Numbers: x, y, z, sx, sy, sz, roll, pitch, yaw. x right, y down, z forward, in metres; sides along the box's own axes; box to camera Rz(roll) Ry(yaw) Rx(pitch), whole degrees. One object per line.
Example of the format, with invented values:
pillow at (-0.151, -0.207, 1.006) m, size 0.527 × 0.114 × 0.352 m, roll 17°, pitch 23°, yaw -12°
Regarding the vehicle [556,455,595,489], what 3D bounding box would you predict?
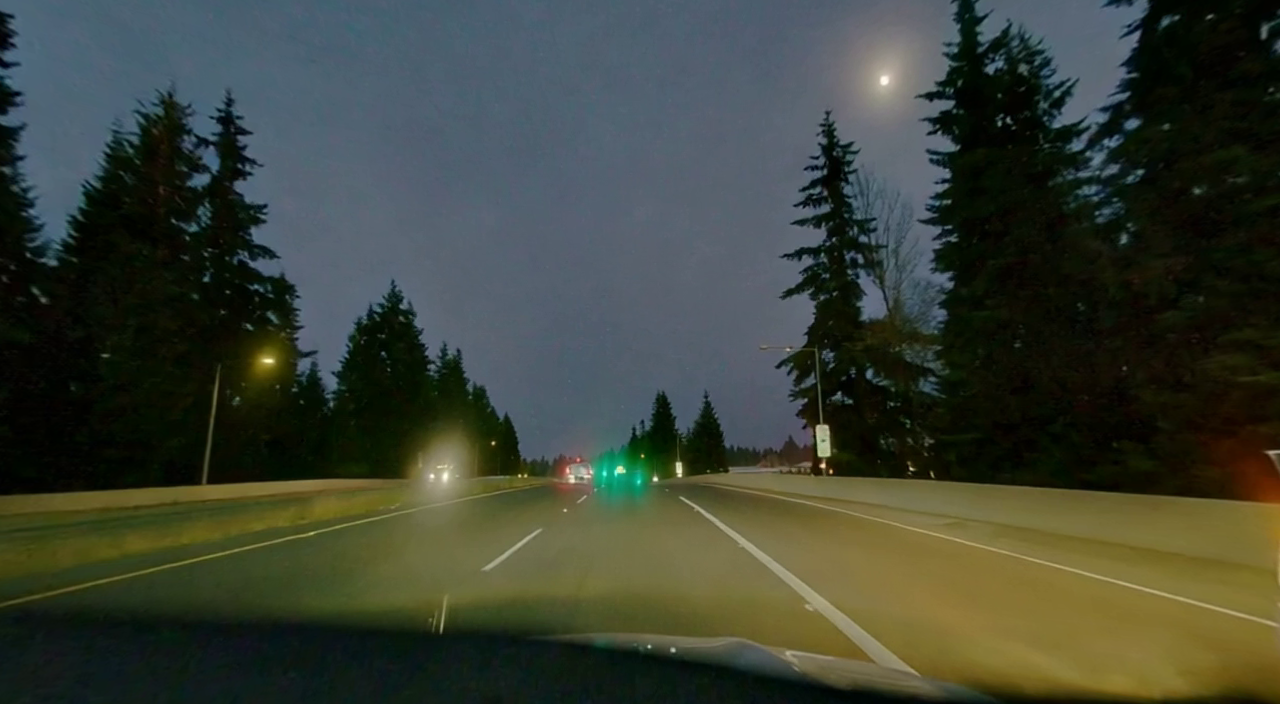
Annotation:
vehicle at (-4.591, 8.616, 45.802) m, size 2.323 × 2.252 × 4.808 m, roll 0°, pitch -9°, yaw -1°
